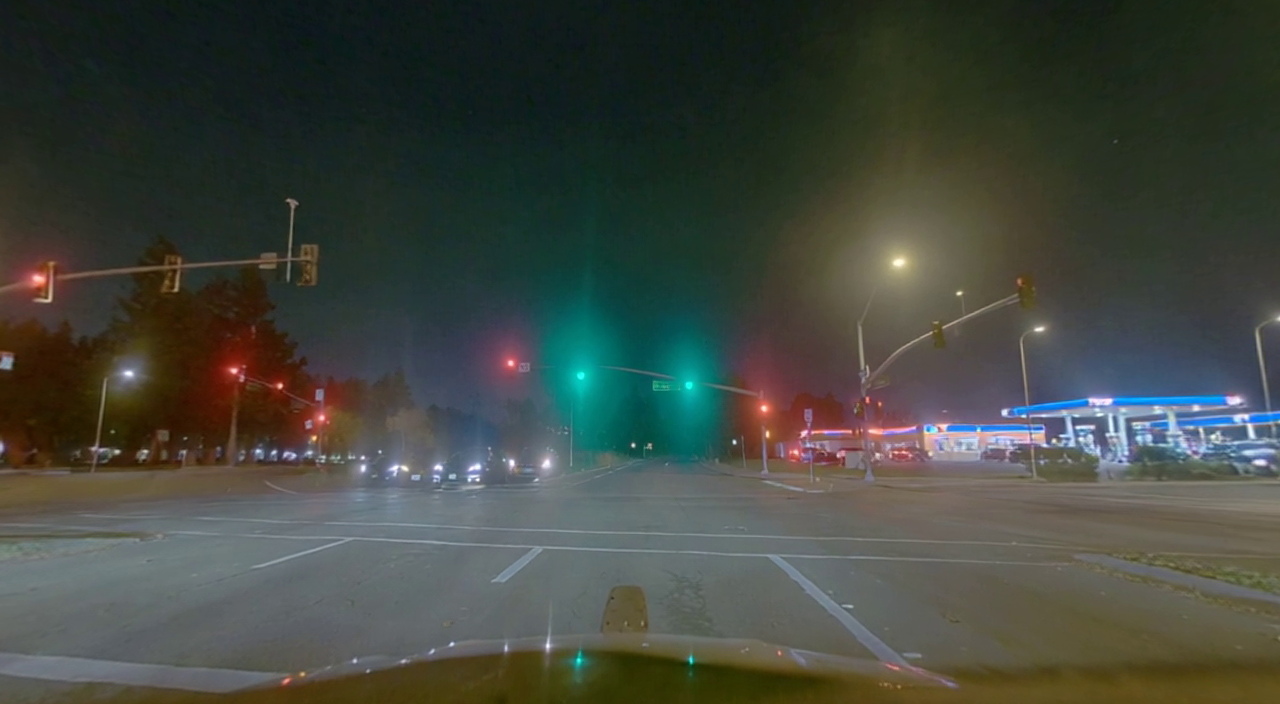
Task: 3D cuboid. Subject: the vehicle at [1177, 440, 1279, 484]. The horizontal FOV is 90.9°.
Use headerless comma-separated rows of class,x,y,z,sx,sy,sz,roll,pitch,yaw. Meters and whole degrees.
vehicle,22.090,3.781,21.836,4.716,1.455,2.060,-3,-9,17
